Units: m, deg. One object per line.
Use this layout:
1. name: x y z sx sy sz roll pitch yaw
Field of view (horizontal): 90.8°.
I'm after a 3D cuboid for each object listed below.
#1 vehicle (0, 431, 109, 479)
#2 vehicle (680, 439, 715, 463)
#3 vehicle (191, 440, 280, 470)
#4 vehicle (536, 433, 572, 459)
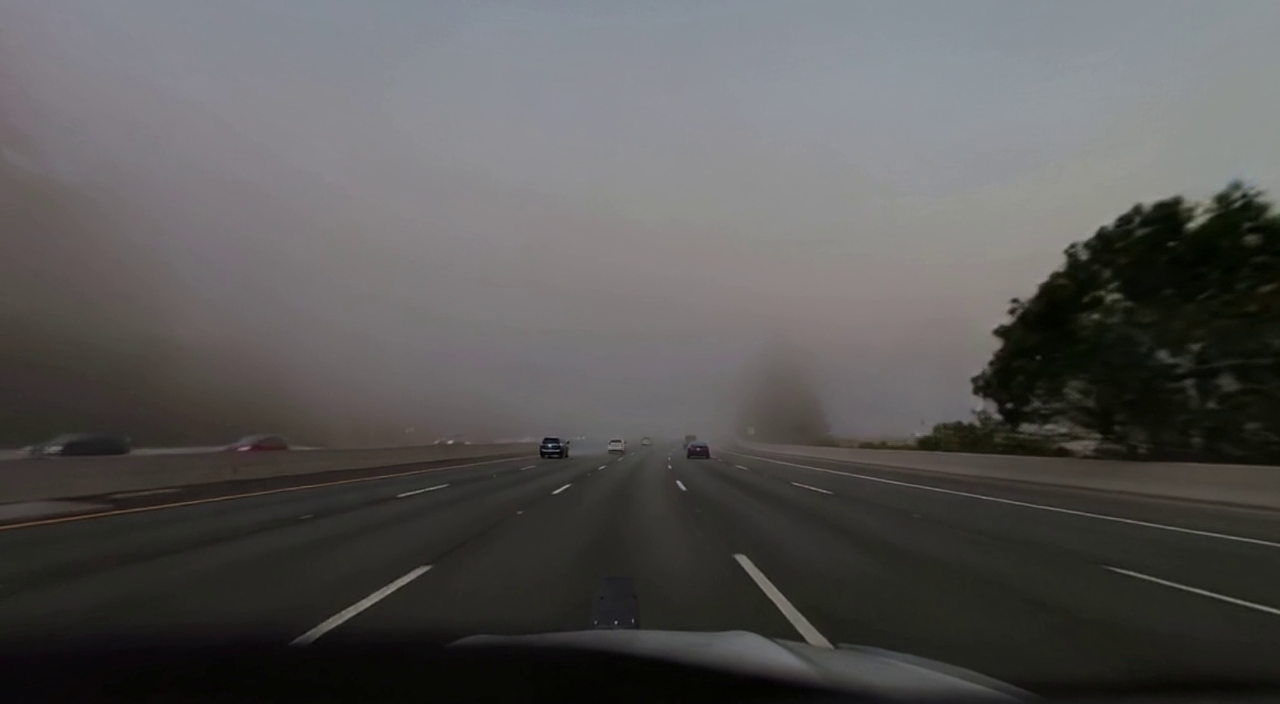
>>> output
1. vehicle: -26.977 4.614 28.400 1.949 1.947 4.685 0 -9 1
2. vehicle: 3.755 6.571 41.921 1.967 1.475 4.080 0 -9 1
3. vehicle: -22.920 5.826 36.012 1.851 1.579 4.577 -1 -9 3
4. vehicle: -6.467 7.174 47.979 2.009 1.850 4.338 0 -9 2
